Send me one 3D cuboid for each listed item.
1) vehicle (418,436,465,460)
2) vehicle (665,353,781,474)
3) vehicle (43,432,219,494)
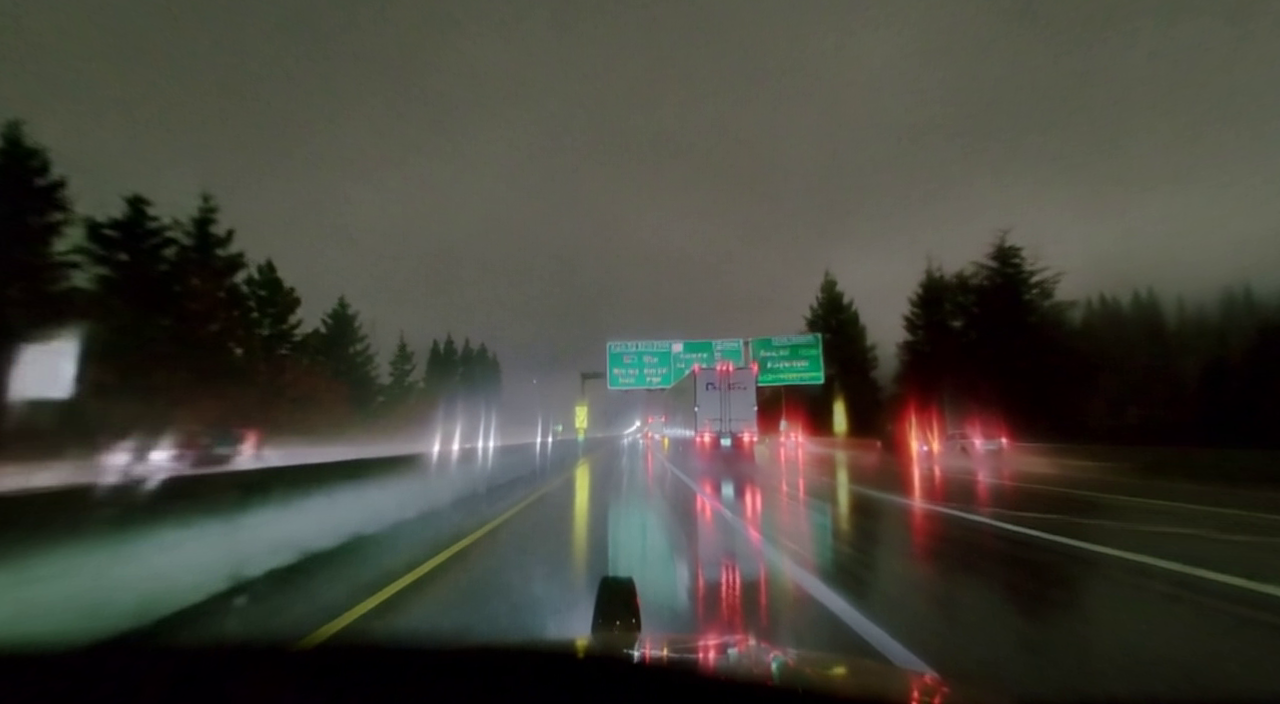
[{"bbox_3d":[-13.700,6.609,43.727,1.896,1.577,4.074,0,-7,0],"label":"vehicle"},{"bbox_3d":[2.996,2.876,27.546,2.954,3.995,13.335,0,-7,-1],"label":"vehicle"},{"bbox_3d":[-17.673,3.816,22.340,2.031,1.922,5.065,0,-7,-1],"label":"vehicle"}]
